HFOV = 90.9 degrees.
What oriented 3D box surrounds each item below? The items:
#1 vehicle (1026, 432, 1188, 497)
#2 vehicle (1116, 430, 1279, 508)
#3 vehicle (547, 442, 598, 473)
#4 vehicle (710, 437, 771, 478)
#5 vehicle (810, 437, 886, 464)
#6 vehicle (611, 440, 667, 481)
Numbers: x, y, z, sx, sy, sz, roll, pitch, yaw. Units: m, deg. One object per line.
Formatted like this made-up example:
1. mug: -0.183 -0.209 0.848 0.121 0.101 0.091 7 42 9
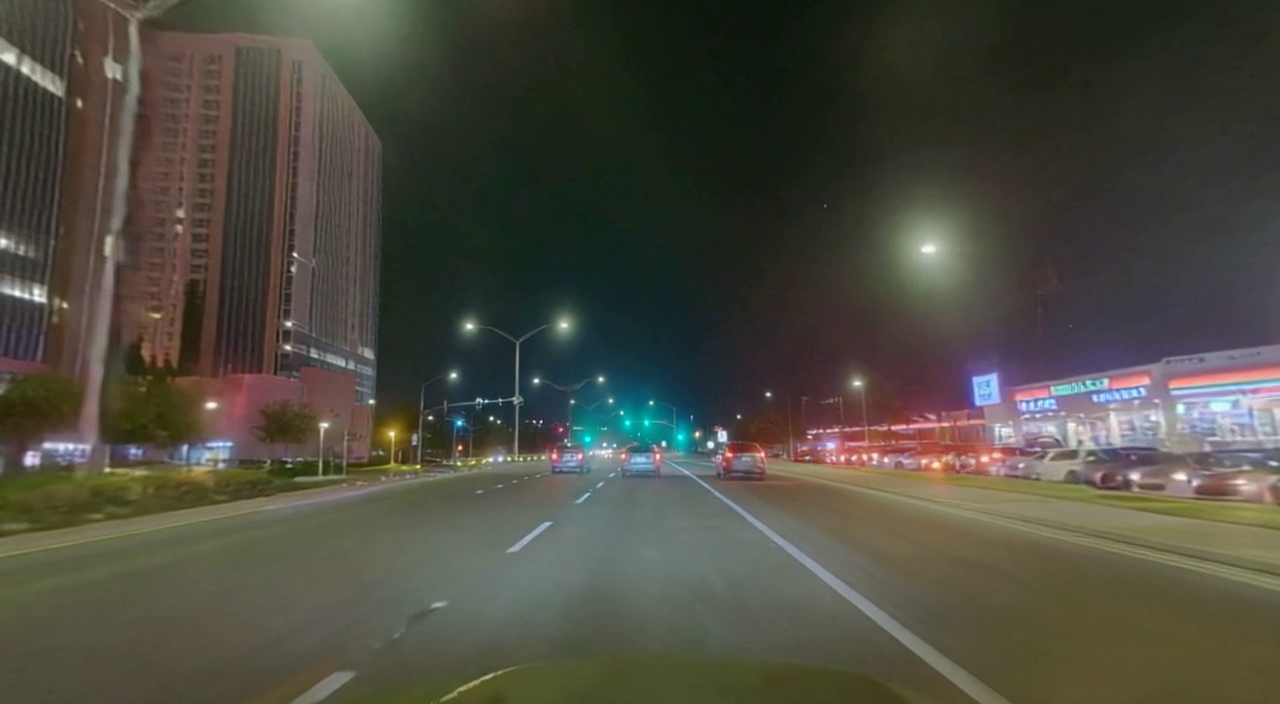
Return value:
1. vehicle: 13.571 3.192 18.292 4.346 1.667 2.022 4 -10 -29
2. vehicle: 13.850 2.789 15.465 4.200 1.643 1.909 5 -10 -31
3. vehicle: -3.430 5.454 32.908 2.029 1.482 4.591 0 -8 2
4. vehicle: 4.379 4.653 28.073 2.007 1.683 4.171 0 -8 0
5. vehicle: 15.207 7.222 46.302 4.775 1.728 1.996 -2 -9 -1
6. vehicle: -0.016 4.320 25.411 2.059 1.477 3.988 0 -8 0
